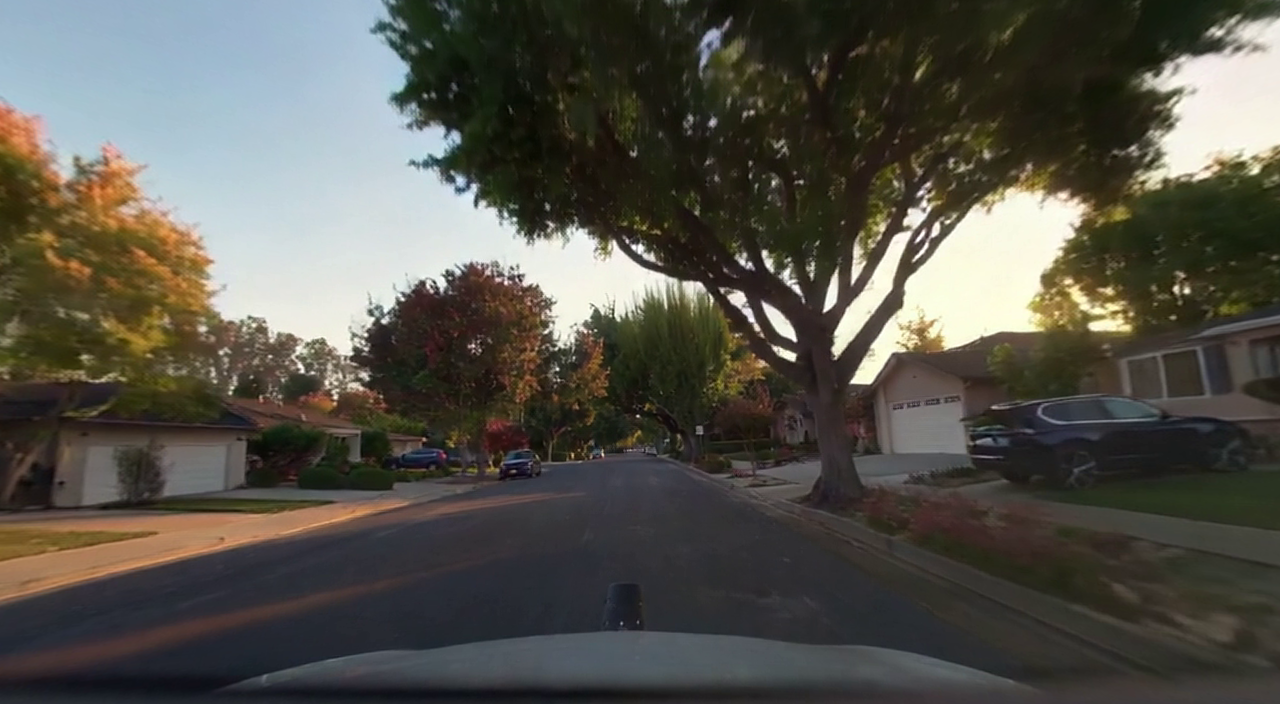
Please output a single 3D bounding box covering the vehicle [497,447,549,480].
[{"bbox_3d":[-6.601,6.321,36.140,2.078,1.745,5.119,0,-9,-1],"label":"vehicle"}]
